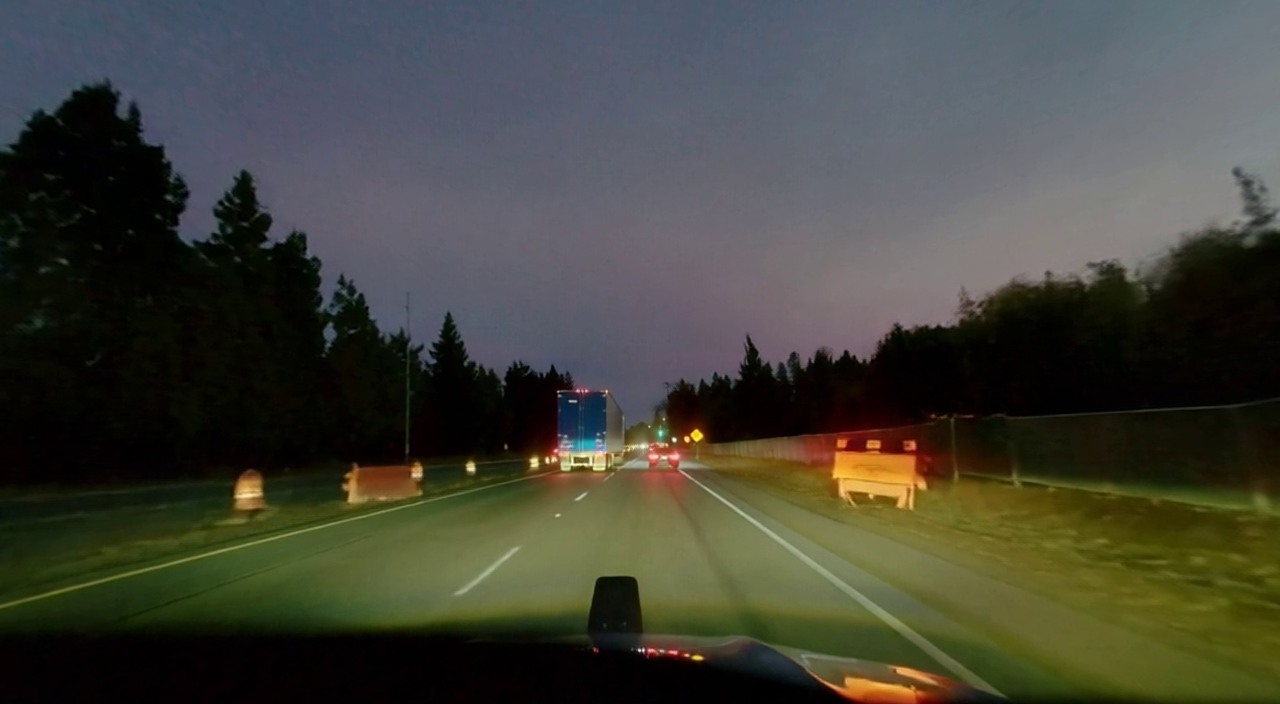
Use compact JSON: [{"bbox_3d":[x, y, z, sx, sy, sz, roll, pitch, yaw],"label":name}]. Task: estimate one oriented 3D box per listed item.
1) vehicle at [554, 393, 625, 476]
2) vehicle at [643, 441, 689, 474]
[{"bbox_3d":[-2.705,5.222,39.148,2.906,4.115,15.715,0,-8,1],"label":"vehicle"},{"bbox_3d":[1.329,5.726,34.509,2.304,1.675,4.462,0,-8,0],"label":"vehicle"}]
